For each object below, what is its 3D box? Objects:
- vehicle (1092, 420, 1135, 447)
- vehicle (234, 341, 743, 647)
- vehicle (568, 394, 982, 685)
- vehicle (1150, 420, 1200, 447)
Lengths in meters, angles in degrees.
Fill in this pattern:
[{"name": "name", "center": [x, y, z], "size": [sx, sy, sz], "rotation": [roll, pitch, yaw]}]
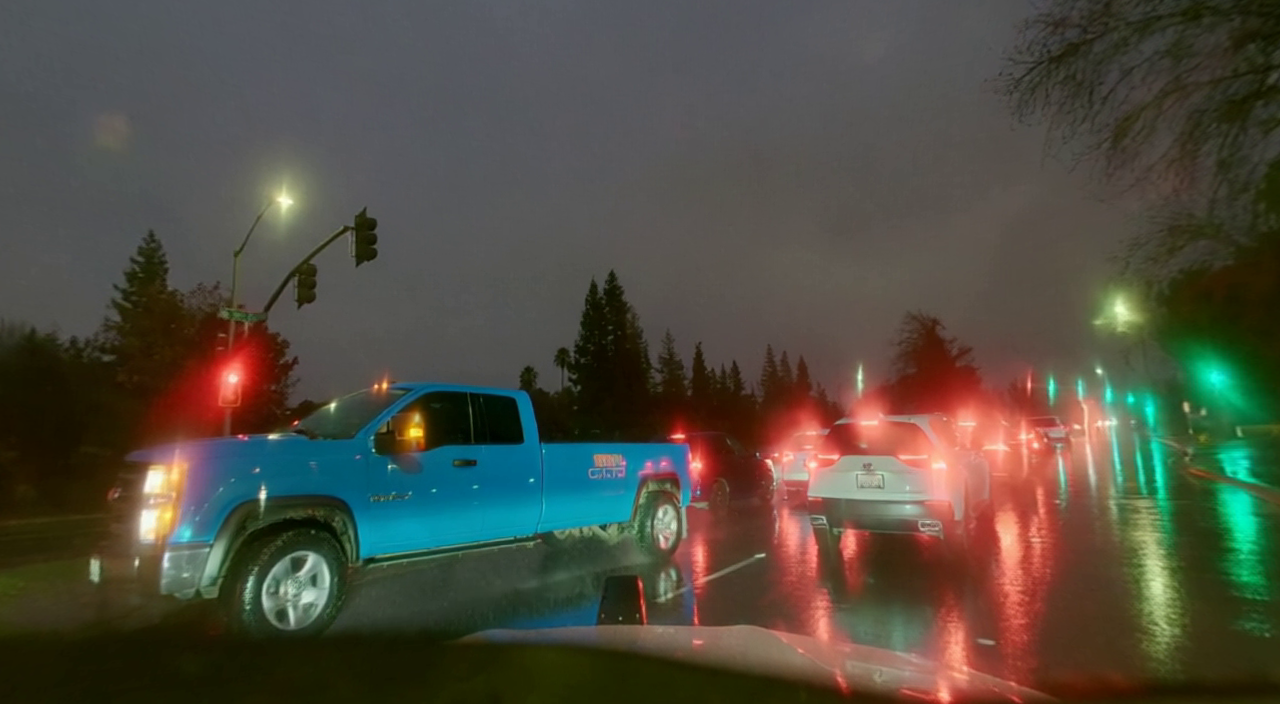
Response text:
[{"name": "vehicle", "center": [32.743, 5.680, 43.751], "size": [2.160, 1.790, 4.303], "rotation": [-6, -10, 35]}, {"name": "vehicle", "center": [-0.885, 1.399, 7.464], "size": [2.272, 2.016, 6.146], "rotation": [-4, -9, 27]}, {"name": "vehicle", "center": [1.702, 1.378, 5.985], "size": [2.027, 1.549, 4.801], "rotation": [-6, -10, 35]}, {"name": "vehicle", "center": [35.713, 5.488, 42.225], "size": [2.183, 1.714, 4.491], "rotation": [-6, -11, 37]}]
